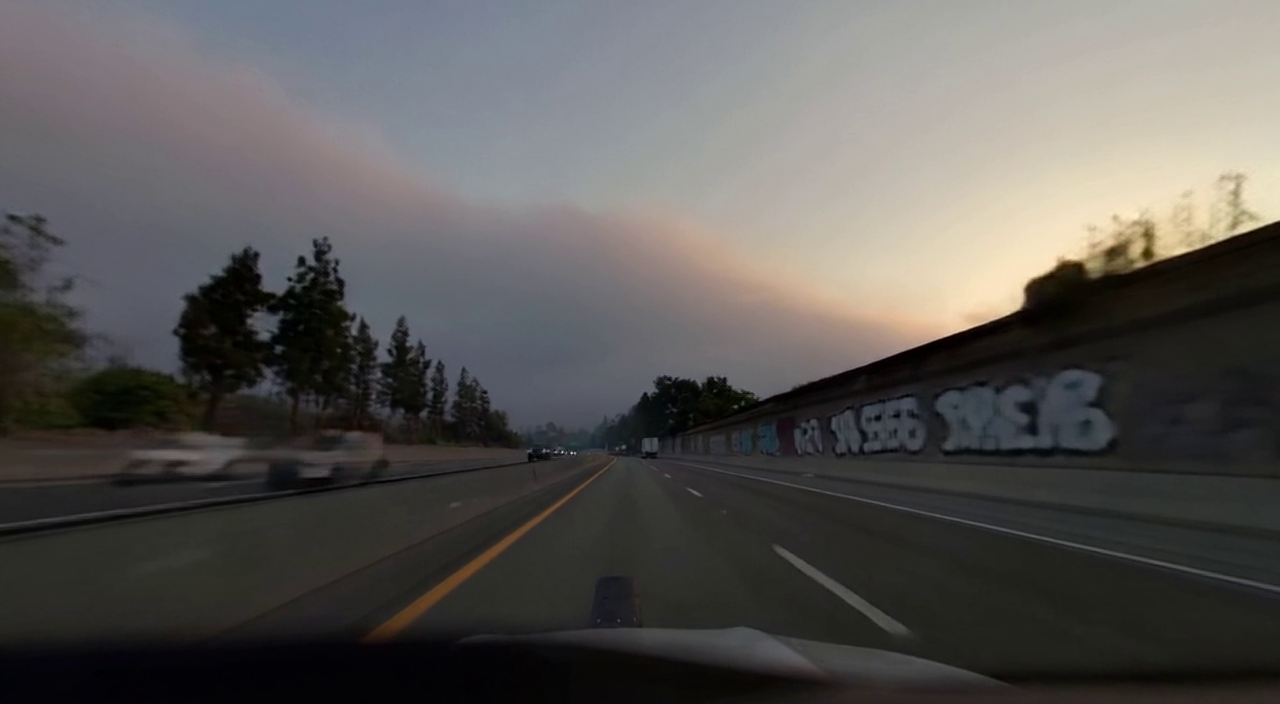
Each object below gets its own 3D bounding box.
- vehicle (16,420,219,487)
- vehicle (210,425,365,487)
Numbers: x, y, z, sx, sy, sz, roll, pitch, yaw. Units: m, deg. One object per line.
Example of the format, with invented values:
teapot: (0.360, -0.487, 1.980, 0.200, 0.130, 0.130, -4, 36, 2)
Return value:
vehicle: (-13.757, 2.720, 16.913, 1.921, 1.551, 4.132, 0, -9, -1)
vehicle: (-9.309, 2.791, 16.969, 1.955, 1.465, 3.791, 0, -9, 0)
